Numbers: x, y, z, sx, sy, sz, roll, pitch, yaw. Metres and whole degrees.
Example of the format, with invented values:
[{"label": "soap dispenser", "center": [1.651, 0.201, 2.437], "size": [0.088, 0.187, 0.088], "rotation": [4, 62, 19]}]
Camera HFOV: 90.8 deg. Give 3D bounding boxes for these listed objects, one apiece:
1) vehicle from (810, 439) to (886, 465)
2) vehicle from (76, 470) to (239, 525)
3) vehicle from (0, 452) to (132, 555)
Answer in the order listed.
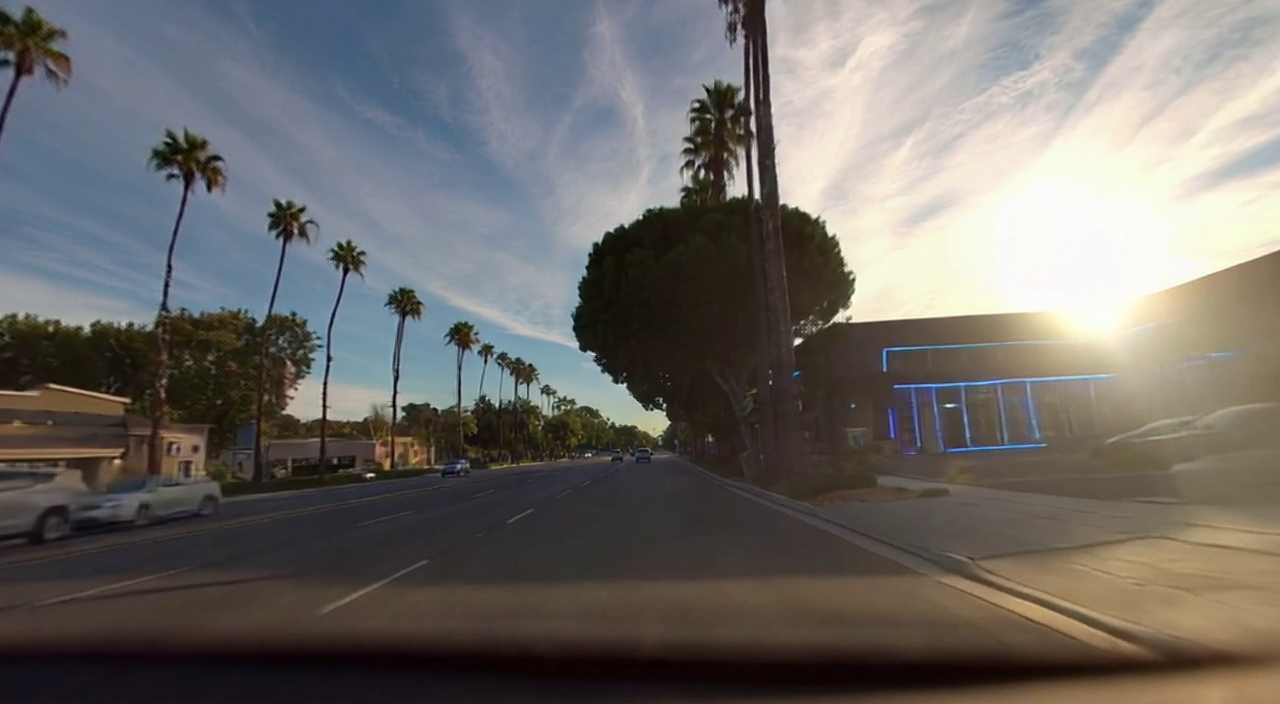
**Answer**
[{"label": "vehicle", "center": [14.656, 7.046, 44.621], "size": [4.577, 1.750, 2.115], "rotation": [1, -9, -6]}, {"label": "vehicle", "center": [-16.002, 4.813, 21.340], "size": [1.940, 1.492, 4.495], "rotation": [0, -9, 0]}, {"label": "vehicle", "center": [-12.629, 2.796, 11.706], "size": [2.306, 1.807, 4.927], "rotation": [0, -9, 0]}]
